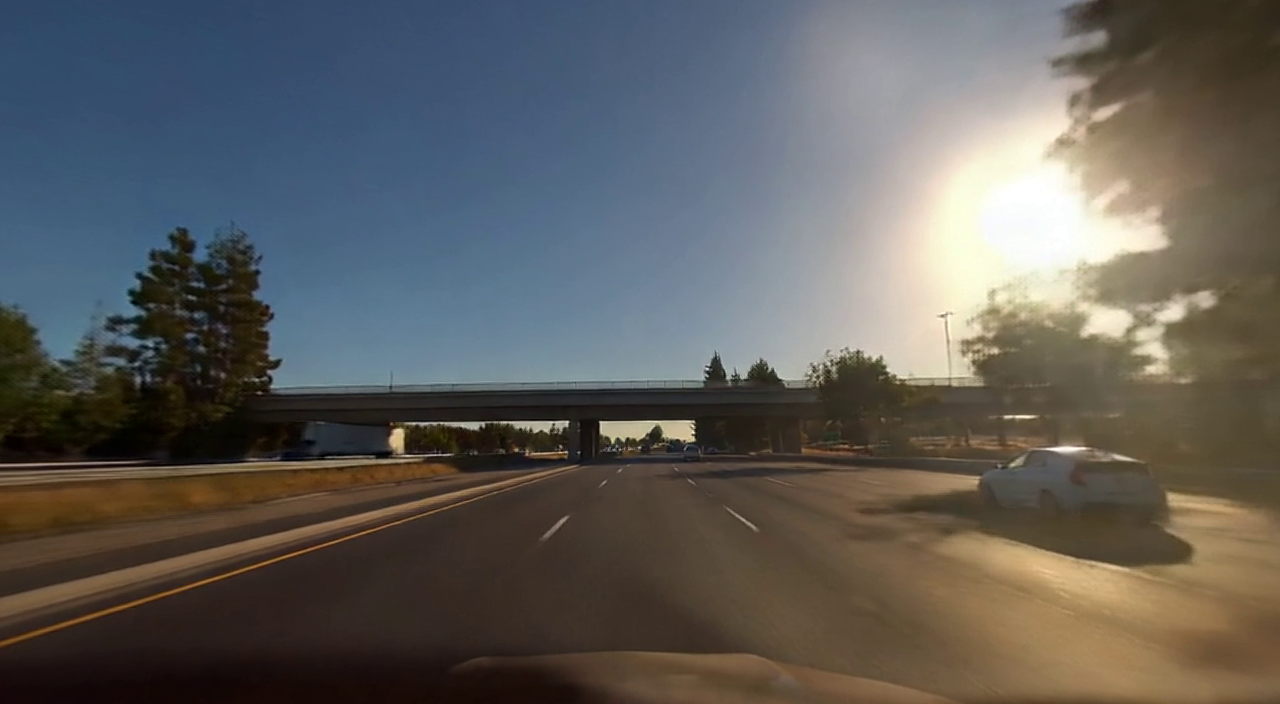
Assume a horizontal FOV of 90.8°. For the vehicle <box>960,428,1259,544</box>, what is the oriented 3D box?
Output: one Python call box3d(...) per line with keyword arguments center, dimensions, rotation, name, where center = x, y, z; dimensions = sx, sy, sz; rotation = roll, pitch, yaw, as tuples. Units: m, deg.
box3d(center=(7.733, 2.222, 11.114), dimensions=(1.862, 1.613, 4.316), rotation=(0, -9, -1), name="vehicle")
